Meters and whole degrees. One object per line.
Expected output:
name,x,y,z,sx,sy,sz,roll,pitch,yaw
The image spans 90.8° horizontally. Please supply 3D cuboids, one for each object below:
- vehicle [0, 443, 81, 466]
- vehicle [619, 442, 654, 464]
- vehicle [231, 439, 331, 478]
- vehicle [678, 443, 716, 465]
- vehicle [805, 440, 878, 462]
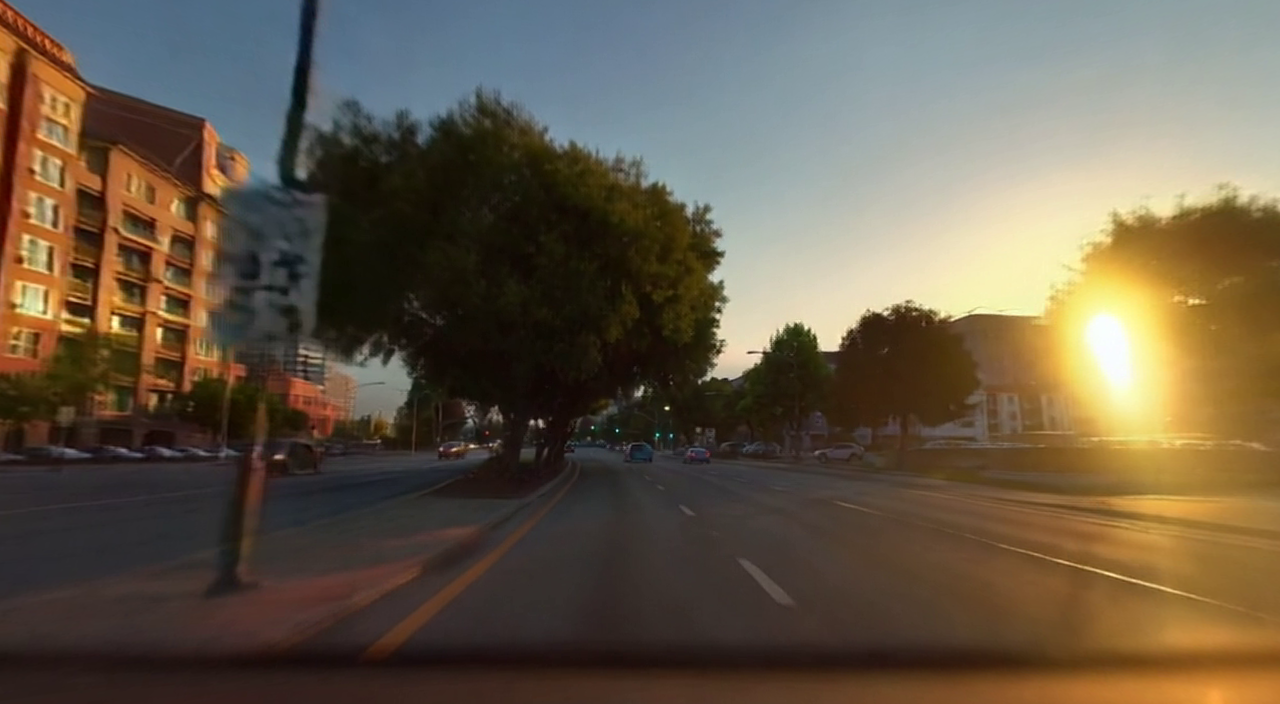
vehicle,-41.380,7.051,43.631,1.772,1.448,4.585,1,-9,-8
vehicle,-0.337,7.435,46.606,2.020,1.479,4.650,1,-9,-7
vehicle,-14.875,4.408,26.471,1.915,1.483,4.210,0,-9,-4
vehicle,4.052,7.346,45.666,1.932,1.439,4.159,1,-9,-7
vehicle,14.781,7.283,46.481,4.648,1.510,1.891,1,-9,-6
